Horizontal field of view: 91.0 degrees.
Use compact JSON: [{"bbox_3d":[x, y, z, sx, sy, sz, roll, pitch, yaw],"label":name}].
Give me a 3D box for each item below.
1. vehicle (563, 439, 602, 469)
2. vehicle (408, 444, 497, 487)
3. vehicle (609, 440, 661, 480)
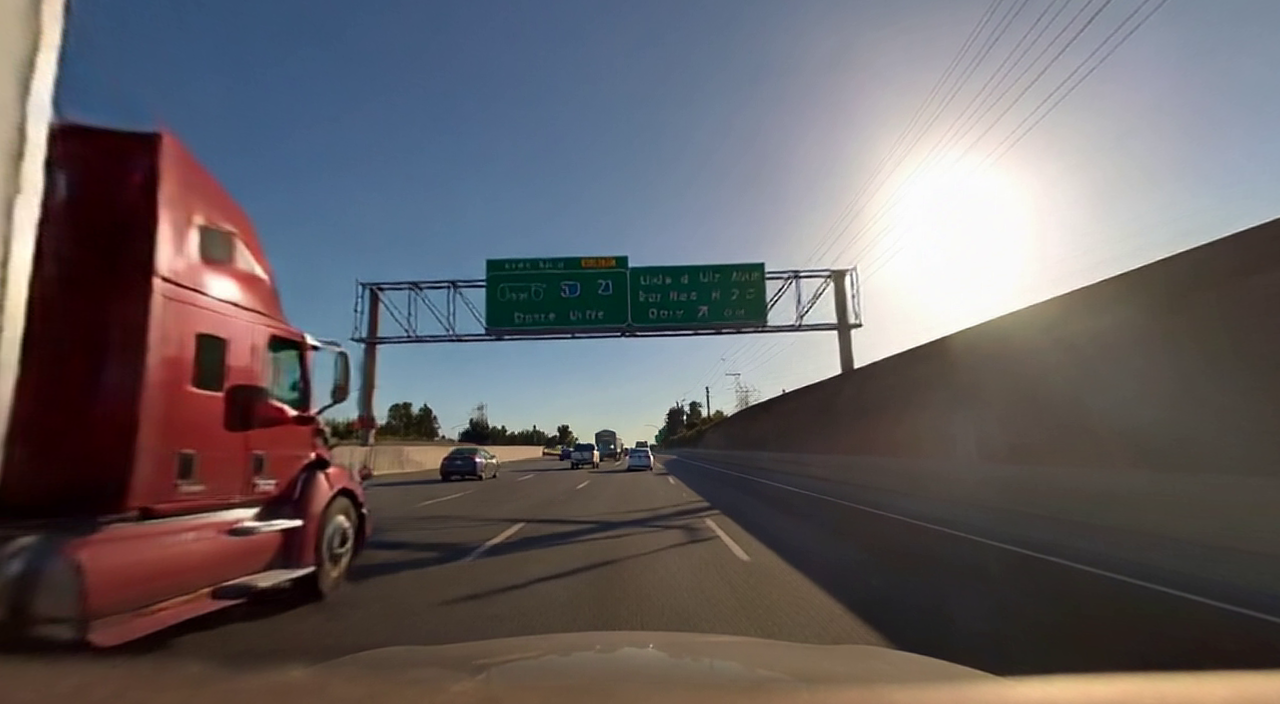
[{"bbox_3d":[-3.813,6.856,42.478,2.109,1.840,4.614,0,-9,1],"label":"vehicle"},{"bbox_3d":[-7.235,4.391,24.810,2.025,1.510,4.582,-1,-9,1],"label":"vehicle"},{"bbox_3d":[-0.204,4.875,28.649,2.178,1.640,4.071,0,-9,0],"label":"vehicle"}]
